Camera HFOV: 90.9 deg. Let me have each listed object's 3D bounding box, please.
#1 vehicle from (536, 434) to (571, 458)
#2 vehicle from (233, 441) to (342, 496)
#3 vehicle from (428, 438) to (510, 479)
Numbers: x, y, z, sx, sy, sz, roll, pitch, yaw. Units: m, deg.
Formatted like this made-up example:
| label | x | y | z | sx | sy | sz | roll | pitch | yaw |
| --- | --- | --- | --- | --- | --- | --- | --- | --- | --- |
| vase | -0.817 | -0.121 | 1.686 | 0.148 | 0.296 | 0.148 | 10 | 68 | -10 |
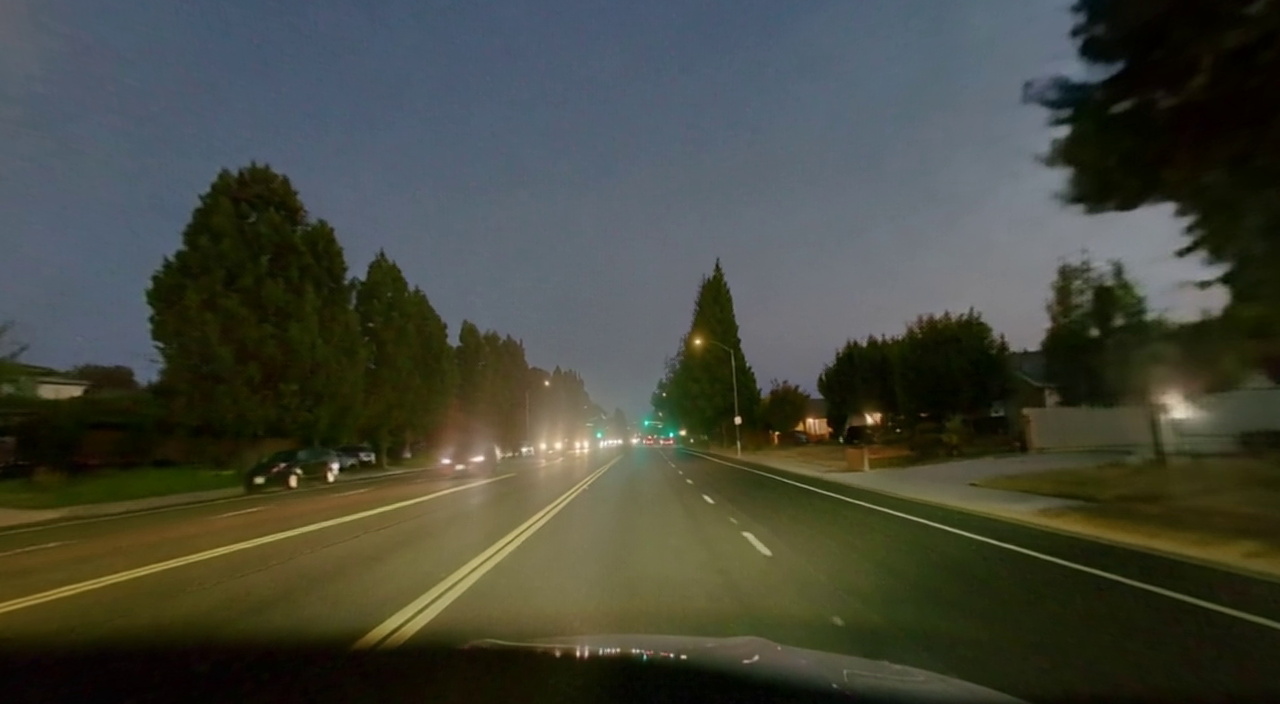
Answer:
| label | x | y | z | sx | sy | sz | roll | pitch | yaw |
| --- | --- | --- | --- | --- | --- | --- | --- | --- | --- |
| vehicle | -6.622 | 7.210 | 48.663 | 2.000 | 1.738 | 4.251 | -1 | -8 | 2 |
| vehicle | -14.525 | 4.760 | 26.335 | 2.058 | 1.779 | 4.768 | -3 | -6 | -3 |
| vehicle | -6.709 | 4.217 | 25.283 | 1.975 | 1.481 | 4.318 | -1 | -8 | 2 |
